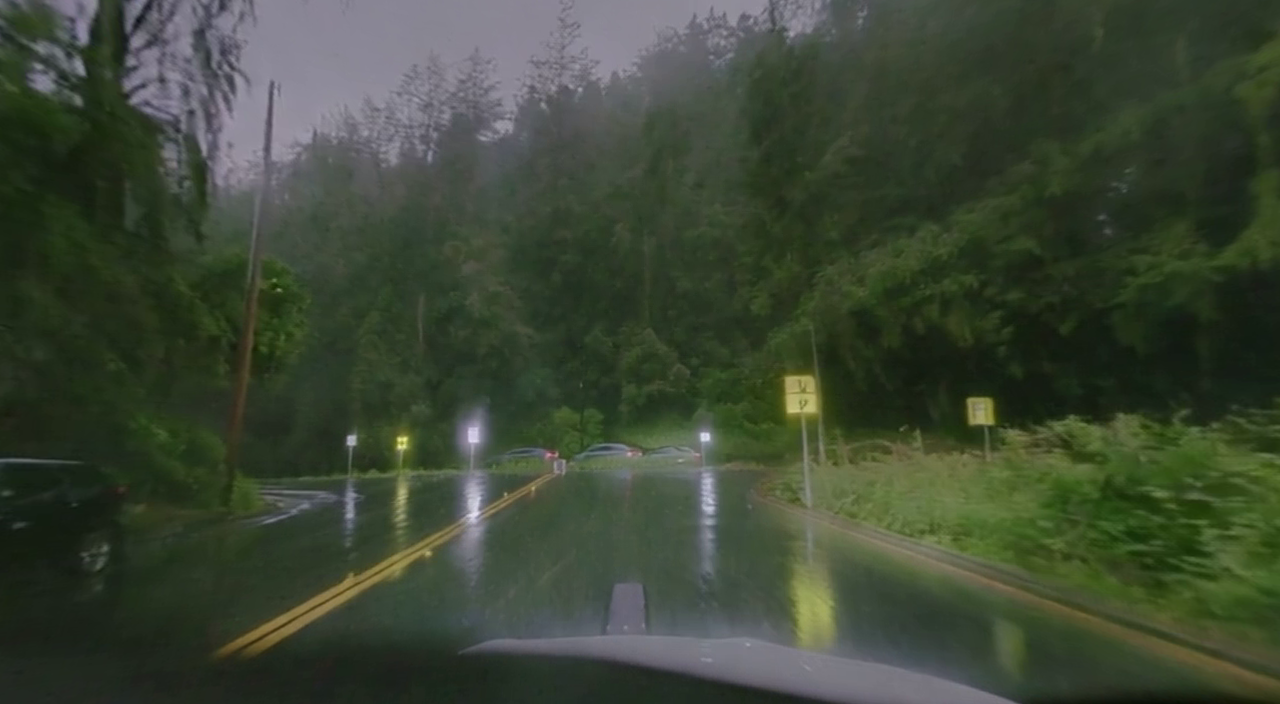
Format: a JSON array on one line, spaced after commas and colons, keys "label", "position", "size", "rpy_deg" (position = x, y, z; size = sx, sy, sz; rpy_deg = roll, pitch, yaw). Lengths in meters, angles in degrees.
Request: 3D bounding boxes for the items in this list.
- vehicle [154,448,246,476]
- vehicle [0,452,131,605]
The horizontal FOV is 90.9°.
[{"label": "vehicle", "position": [-29.944, 7.468, 42.952], "size": [4.986, 1.796, 2.066], "rpy_deg": [-2, -9, 8]}, {"label": "vehicle", "position": [-7.984, 1.906, 6.603], "size": [1.934, 1.646, 4.273], "rpy_deg": [0, -8, -5]}]
